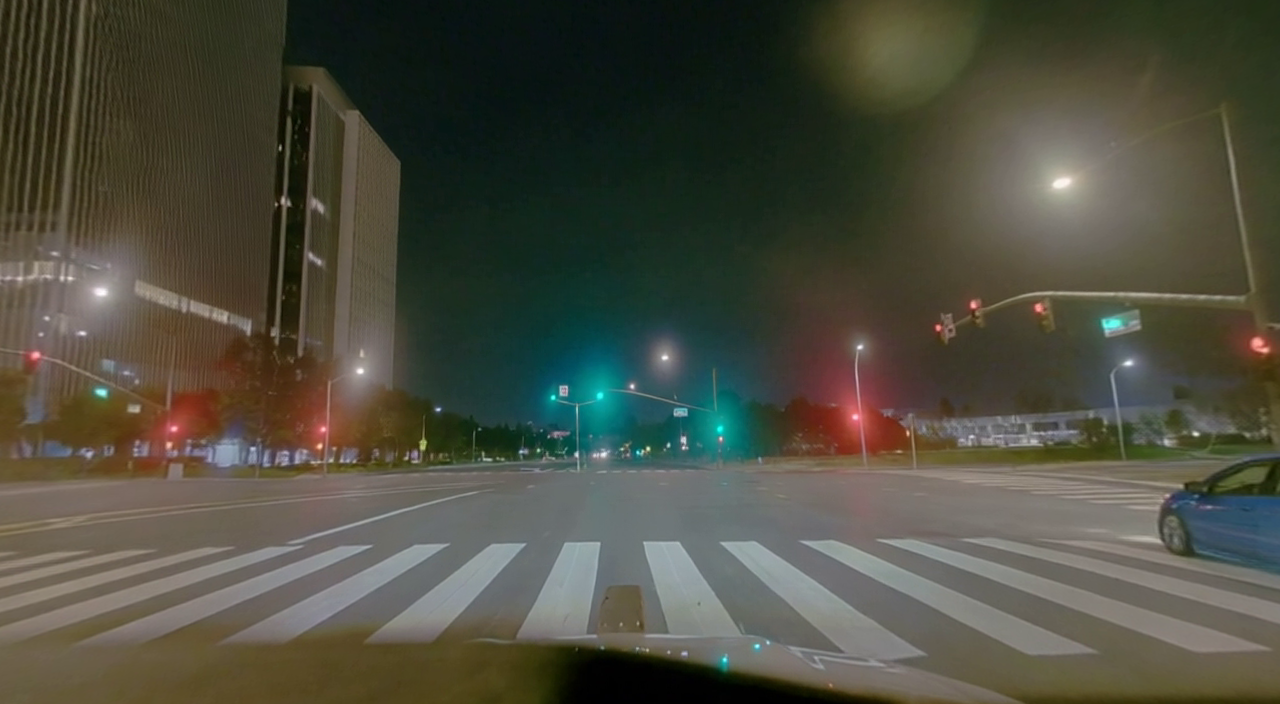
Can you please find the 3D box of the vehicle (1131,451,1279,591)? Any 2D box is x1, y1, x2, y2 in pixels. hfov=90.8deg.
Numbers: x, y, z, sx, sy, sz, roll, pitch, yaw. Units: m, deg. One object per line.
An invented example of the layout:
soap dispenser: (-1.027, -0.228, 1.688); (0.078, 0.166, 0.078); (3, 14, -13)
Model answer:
vehicle: (7.606, 1.744, 6.410); (1.935, 1.421, 4.716); (-1, -9, 8)
